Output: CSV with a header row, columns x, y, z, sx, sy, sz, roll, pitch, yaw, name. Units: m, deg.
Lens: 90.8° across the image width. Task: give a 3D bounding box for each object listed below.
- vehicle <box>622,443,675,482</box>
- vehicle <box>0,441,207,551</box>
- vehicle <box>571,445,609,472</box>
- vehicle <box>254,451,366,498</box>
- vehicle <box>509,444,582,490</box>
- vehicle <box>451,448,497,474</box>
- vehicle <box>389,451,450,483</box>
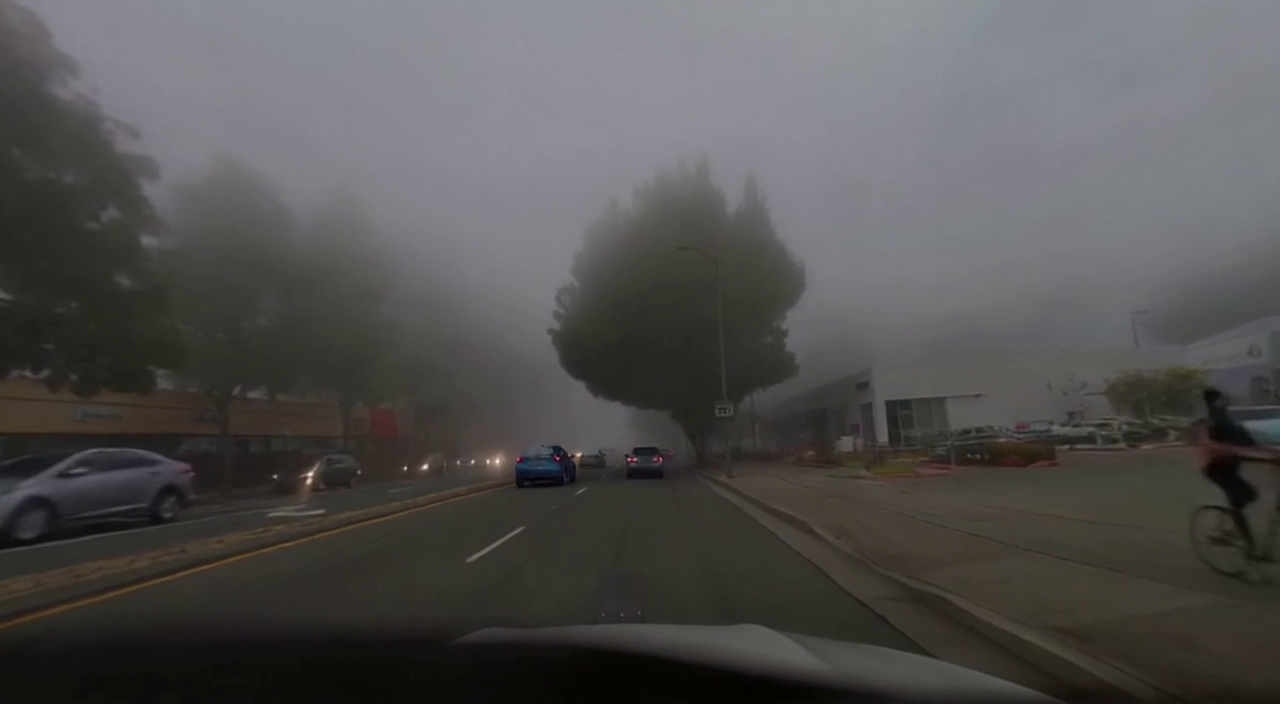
x,y,z,sx,sy,sz,roll,pitch,yaw,name
0.281,4.670,26.853,2.085,1.475,3.976,0,-9,-2,vehicle
-10.914,2.570,11.887,2.175,1.684,4.475,-1,-9,3,vehicle
-2.983,6.483,38.587,1.887,1.517,4.254,-1,-9,2,vehicle
-13.946,5.175,27.102,2.050,1.786,4.633,-1,-9,3,vehicle
-3.289,4.083,22.771,1.921,1.477,4.083,-1,-9,1,vehicle
-12.301,8.102,47.122,1.999,1.755,4.518,-1,-9,3,vehicle
-12.808,6.668,36.986,1.936,1.656,4.284,-2,-9,2,vehicle
